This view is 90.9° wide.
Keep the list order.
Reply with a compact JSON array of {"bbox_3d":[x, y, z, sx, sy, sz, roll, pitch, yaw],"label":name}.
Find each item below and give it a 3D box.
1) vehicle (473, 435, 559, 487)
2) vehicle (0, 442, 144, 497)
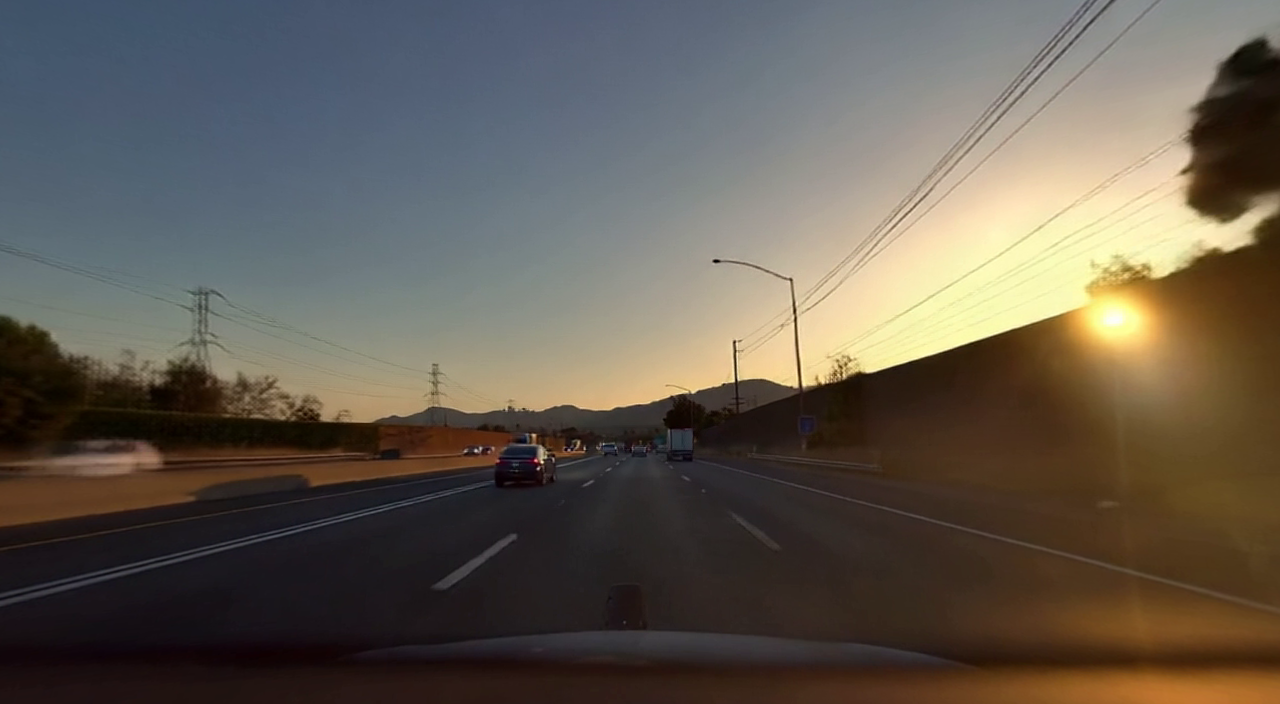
[{"bbox_3d":[-4.275,3.837,22.516,2.064,1.642,4.389,0,-8,1],"label":"vehicle"},{"bbox_3d":[-19.120,3.758,20.622,1.926,1.571,4.680,0,-8,1],"label":"vehicle"}]
